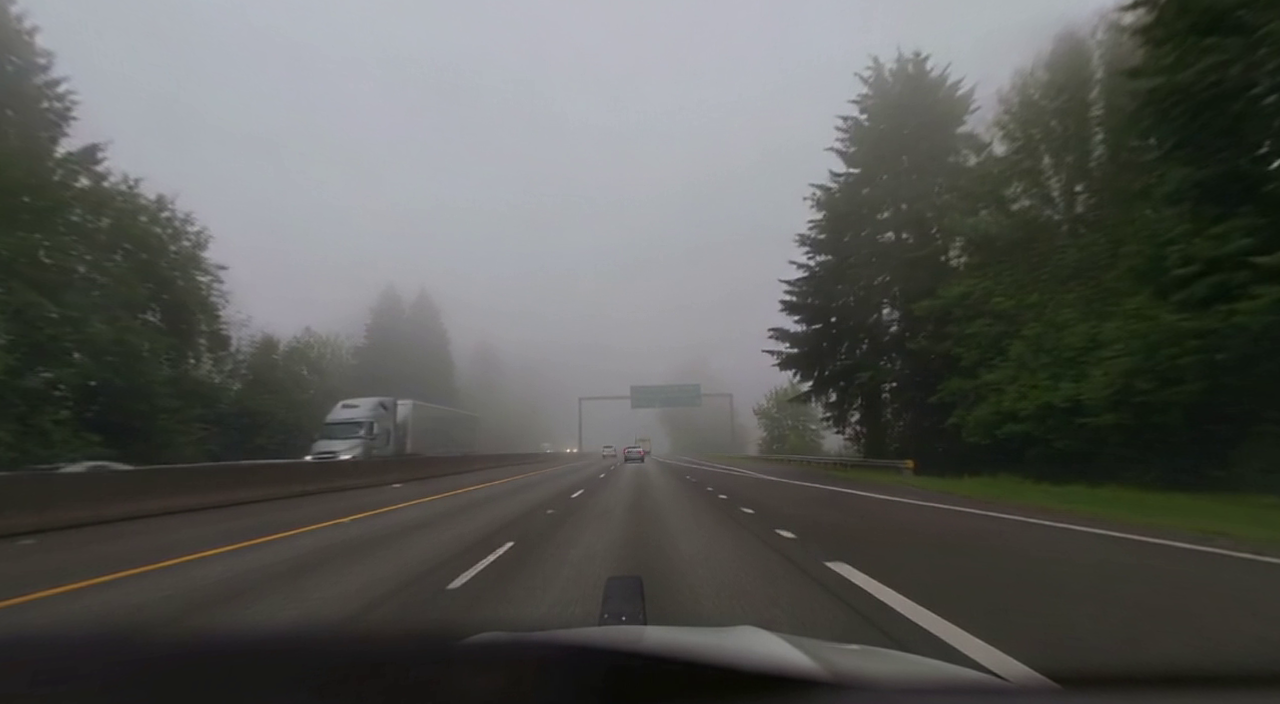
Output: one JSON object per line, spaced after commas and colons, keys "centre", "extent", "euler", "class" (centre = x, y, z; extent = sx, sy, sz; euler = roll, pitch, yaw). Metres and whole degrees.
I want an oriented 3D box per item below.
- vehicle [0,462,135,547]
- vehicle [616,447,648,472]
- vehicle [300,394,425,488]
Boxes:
{"centre": [-12.432, 2.815, 11.600], "extent": [2.077, 1.435, 5.032], "euler": [0, -9, 1], "class": "vehicle"}
{"centre": [-0.455, 6.614, 39.036], "extent": [1.860, 1.473, 3.689], "euler": [0, -9, 1], "class": "vehicle"}
{"centre": [-12.592, 4.143, 29.242], "extent": [2.969, 3.863, 5.830], "euler": [0, -9, 1], "class": "vehicle"}
